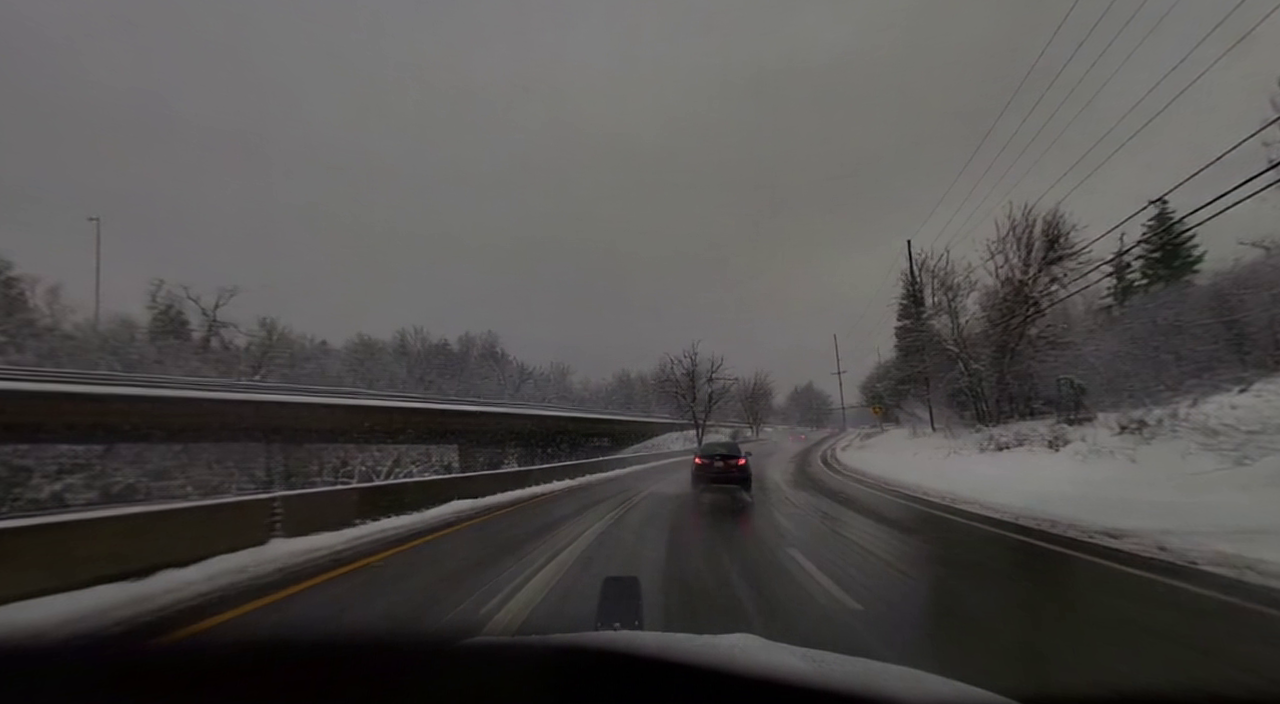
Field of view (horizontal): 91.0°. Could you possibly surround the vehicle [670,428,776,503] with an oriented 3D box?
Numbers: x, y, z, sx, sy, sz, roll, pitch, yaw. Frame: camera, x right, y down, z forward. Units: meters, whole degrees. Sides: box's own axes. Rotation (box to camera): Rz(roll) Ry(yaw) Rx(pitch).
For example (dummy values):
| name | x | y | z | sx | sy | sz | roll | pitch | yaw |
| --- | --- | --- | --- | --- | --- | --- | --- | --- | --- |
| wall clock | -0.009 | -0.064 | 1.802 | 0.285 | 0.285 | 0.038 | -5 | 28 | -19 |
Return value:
| name | x | y | z | sx | sy | sz | roll | pitch | yaw |
| --- | --- | --- | --- | --- | --- | --- | --- | --- | --- |
| vehicle | 1.885 | 2.596 | 14.817 | 2.091 | 1.482 | 4.321 | -1 | -8 | 6 |
